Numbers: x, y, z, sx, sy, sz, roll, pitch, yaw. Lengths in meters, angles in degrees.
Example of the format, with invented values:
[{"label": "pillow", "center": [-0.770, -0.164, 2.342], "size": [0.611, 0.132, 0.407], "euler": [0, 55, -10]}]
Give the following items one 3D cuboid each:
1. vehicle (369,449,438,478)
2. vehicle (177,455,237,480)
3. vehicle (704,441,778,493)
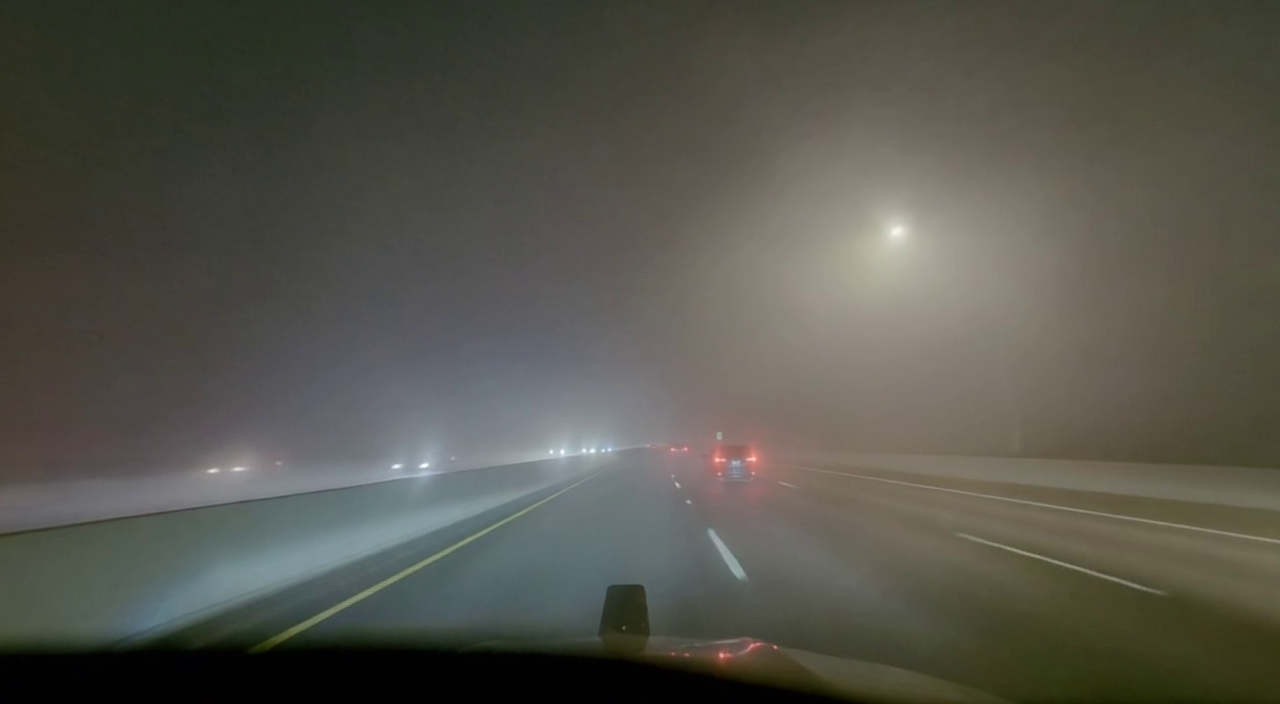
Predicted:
[{"label": "vehicle", "center": [-12.795, 6.017, 34.303], "size": [1.857, 1.404, 4.629], "euler": [0, -8, 2]}, {"label": "vehicle", "center": [-32.160, 8.556, 46.886], "size": [1.813, 1.622, 4.130], "euler": [1, -8, -6]}, {"label": "vehicle", "center": [3.020, 3.482, 19.471], "size": [1.683, 1.400, 3.868], "euler": [0, -8, 1]}]
